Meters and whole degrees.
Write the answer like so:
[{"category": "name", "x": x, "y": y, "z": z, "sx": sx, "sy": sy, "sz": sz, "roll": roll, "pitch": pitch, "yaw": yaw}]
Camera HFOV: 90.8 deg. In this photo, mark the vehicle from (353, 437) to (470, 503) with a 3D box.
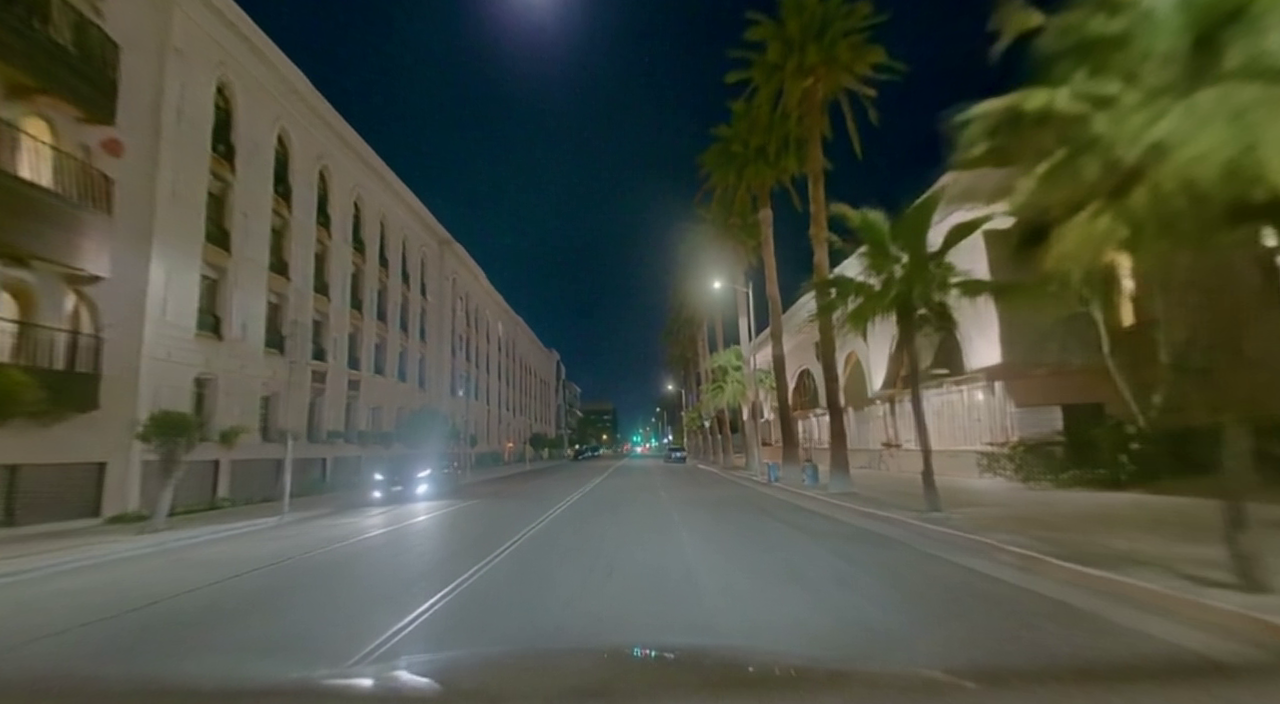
[{"category": "vehicle", "x": -6.675, "y": 3.500, "z": 18.994, "sx": 1.946, "sy": 1.640, "sz": 4.430, "roll": -3, "pitch": -9, "yaw": -1}]
